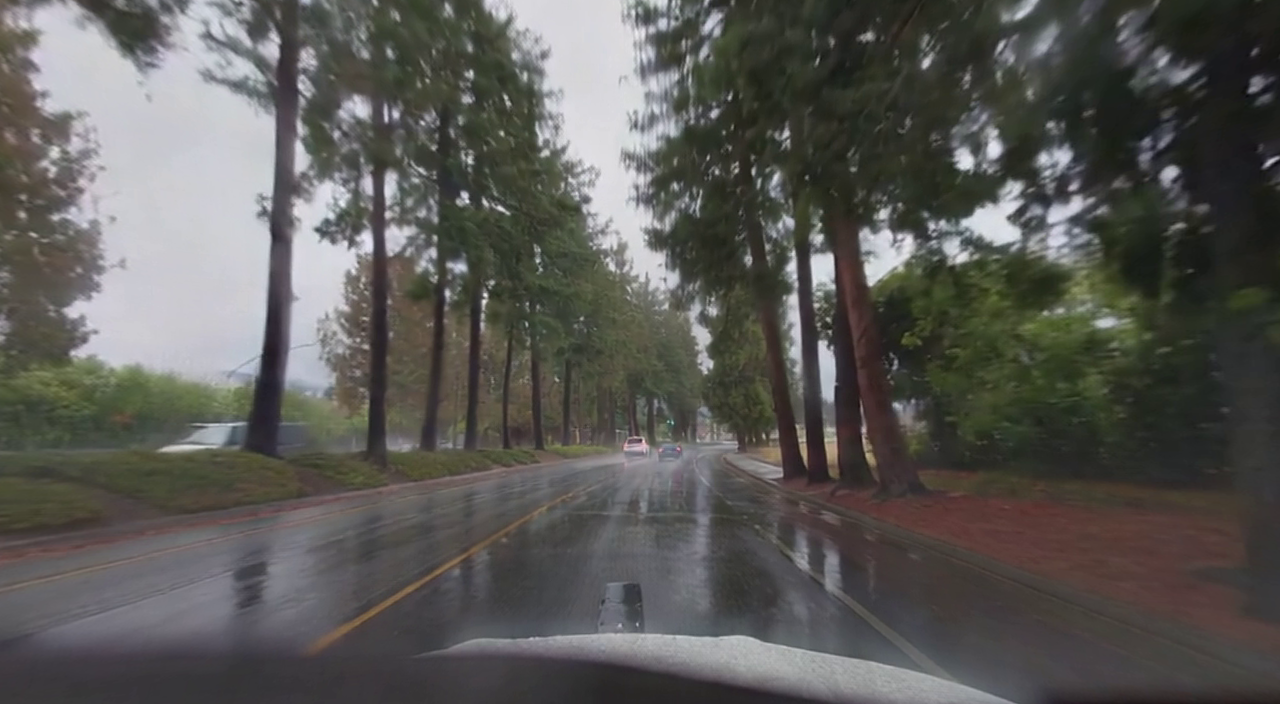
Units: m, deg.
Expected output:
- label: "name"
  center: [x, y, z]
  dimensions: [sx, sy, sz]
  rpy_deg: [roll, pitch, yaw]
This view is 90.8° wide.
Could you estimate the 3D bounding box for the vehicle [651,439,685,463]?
- label: "vehicle"
  center: [1.857, 6.410, 40.935]
  dimensions: [2.071, 1.474, 4.047]
  rpy_deg: [-1, -8, 5]
